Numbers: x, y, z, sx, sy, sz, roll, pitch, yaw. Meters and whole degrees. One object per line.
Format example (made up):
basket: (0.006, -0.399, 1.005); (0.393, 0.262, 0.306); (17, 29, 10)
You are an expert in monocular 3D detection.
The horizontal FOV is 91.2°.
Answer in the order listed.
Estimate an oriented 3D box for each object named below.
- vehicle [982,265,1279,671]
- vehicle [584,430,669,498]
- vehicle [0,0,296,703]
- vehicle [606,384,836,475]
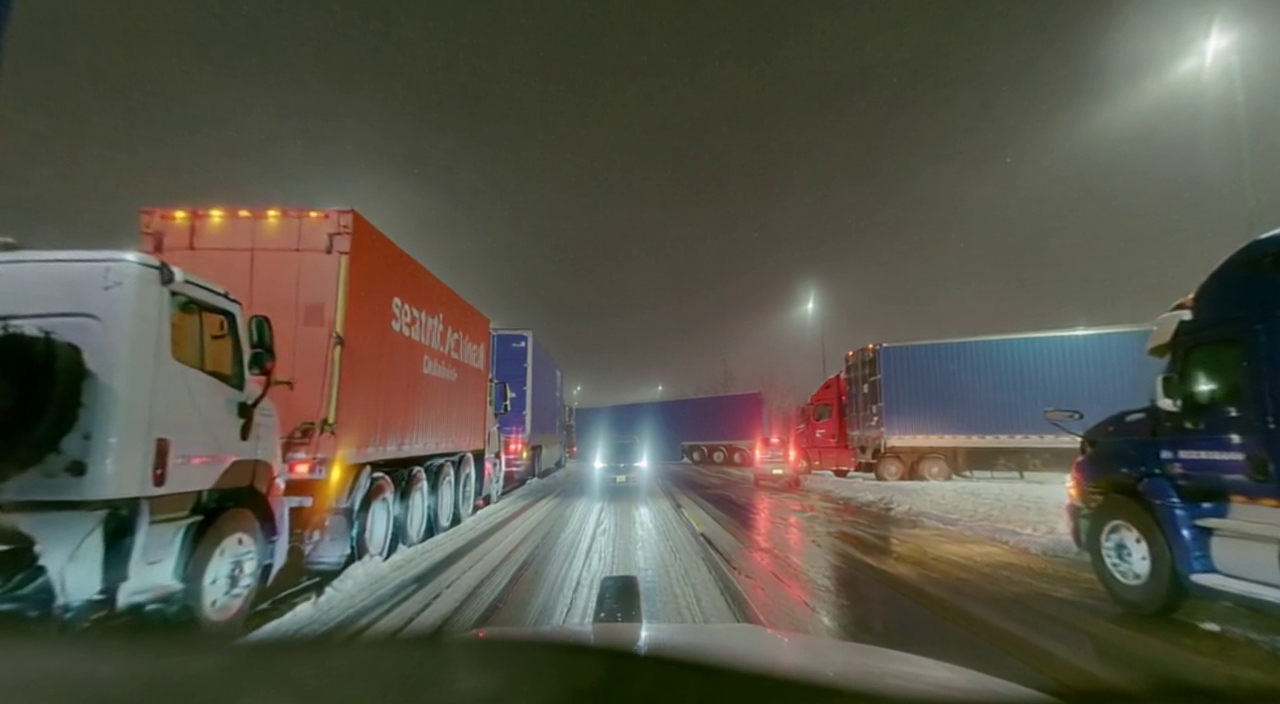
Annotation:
vehicle: (5.169, 0.678, 3.679); (2.570, 2.439, 6.392); (0, -9, -1)
vehicle: (-0.383, 3.136, 17.801); (2.140, 1.682, 3.971); (0, -9, -1)
vehicle: (-3.936, -0.051, 1.147); (2.844, 3.085, 6.941); (0, -9, -2)
vehicle: (3.608, 4.265, 34.884); (2.877, 4.124, 14.516); (2, -7, -39)
